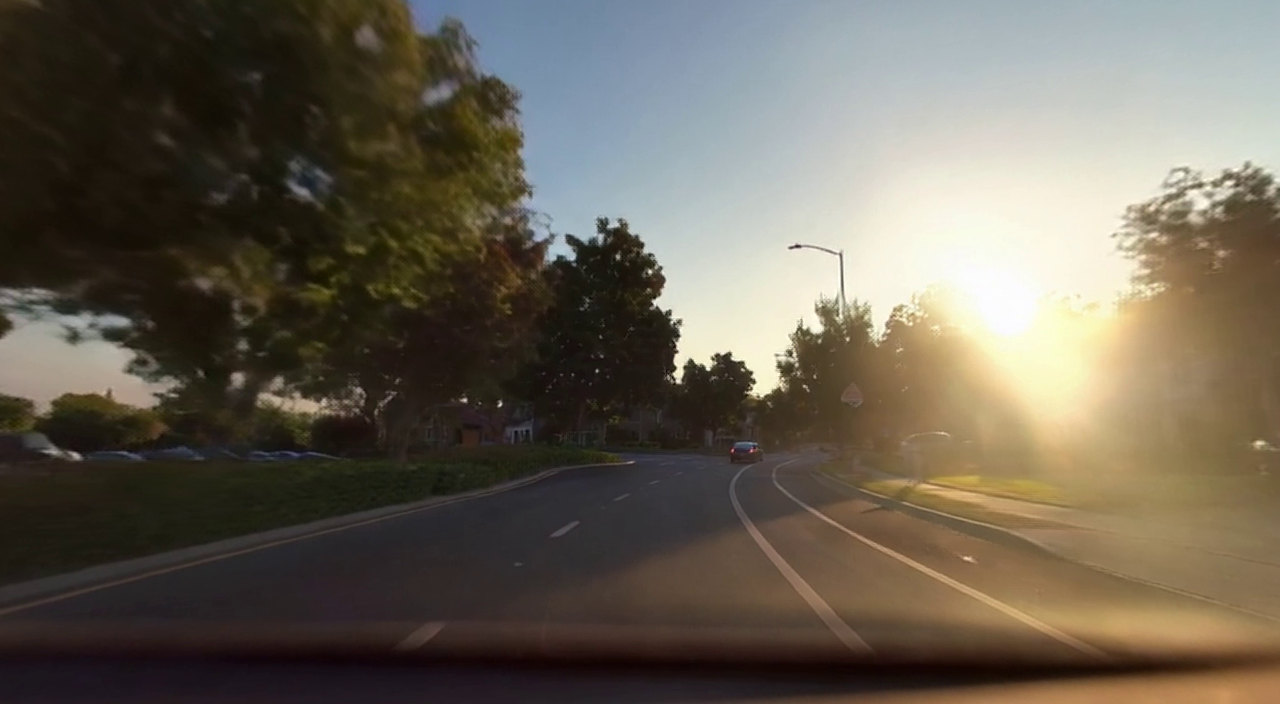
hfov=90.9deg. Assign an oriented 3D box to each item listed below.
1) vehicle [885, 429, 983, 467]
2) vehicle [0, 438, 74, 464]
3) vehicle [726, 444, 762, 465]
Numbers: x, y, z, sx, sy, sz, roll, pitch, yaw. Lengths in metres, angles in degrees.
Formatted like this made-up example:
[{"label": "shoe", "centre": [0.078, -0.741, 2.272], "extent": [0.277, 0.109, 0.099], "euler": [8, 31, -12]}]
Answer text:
[{"label": "vehicle", "centre": [16.907, 5.552, 36.544], "extent": [4.672, 2.044, 2.248], "euler": [-3, -7, 14]}, {"label": "vehicle", "centre": [-43.319, 6.979, 44.479], "extent": [4.804, 1.726, 2.274], "euler": [-1, -8, 7]}, {"label": "vehicle", "centre": [7.608, 7.429, 45.859], "extent": [2.050, 1.456, 4.003], "euler": [-2, -9, 16]}]
